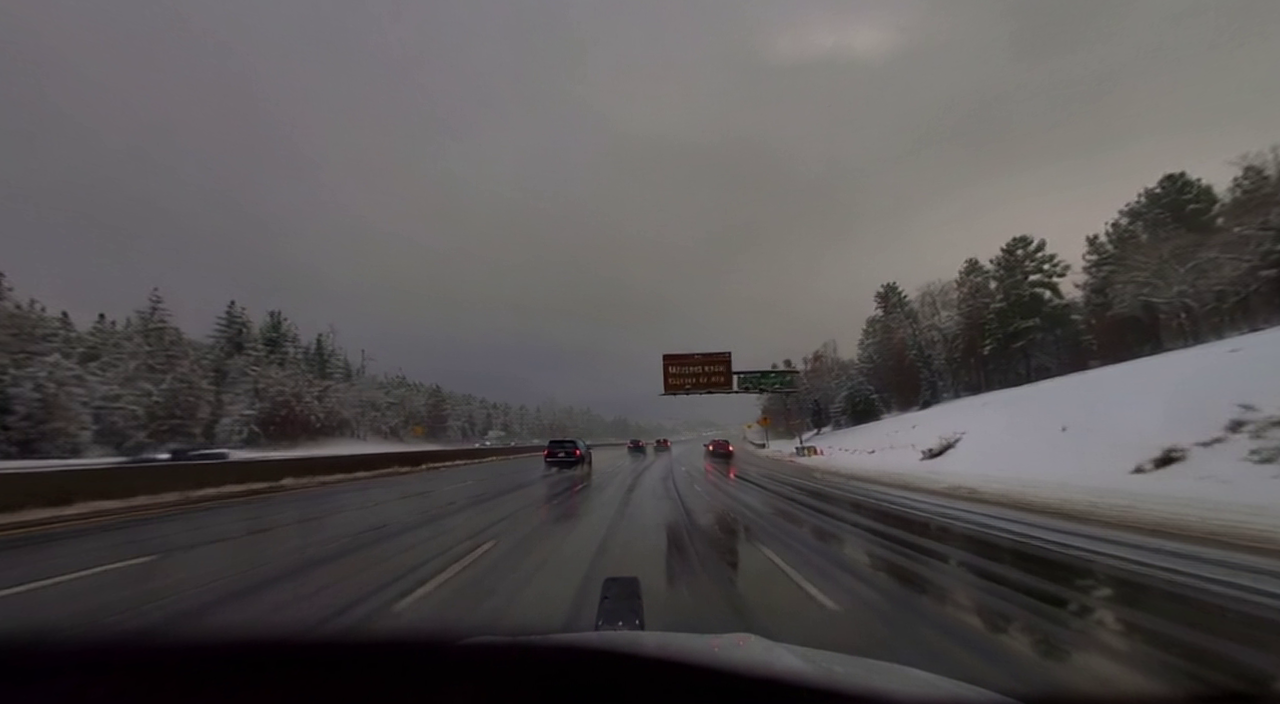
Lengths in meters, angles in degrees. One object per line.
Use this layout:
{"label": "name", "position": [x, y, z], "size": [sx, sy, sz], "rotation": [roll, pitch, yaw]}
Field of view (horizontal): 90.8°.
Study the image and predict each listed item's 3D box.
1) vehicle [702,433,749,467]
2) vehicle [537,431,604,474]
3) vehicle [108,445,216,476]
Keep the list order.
{"label": "vehicle", "position": [4.870, 5.665, 36.634], "size": [2.164, 1.788, 4.500], "rotation": [0, -8, 1]}
{"label": "vehicle", "position": [-2.918, 4.361, 27.593], "size": [2.166, 1.700, 4.661], "rotation": [-1, -9, 3]}
{"label": "vehicle", "position": [-25.015, 5.689, 33.330], "size": [1.814, 1.492, 4.803], "rotation": [-1, -8, 2]}
